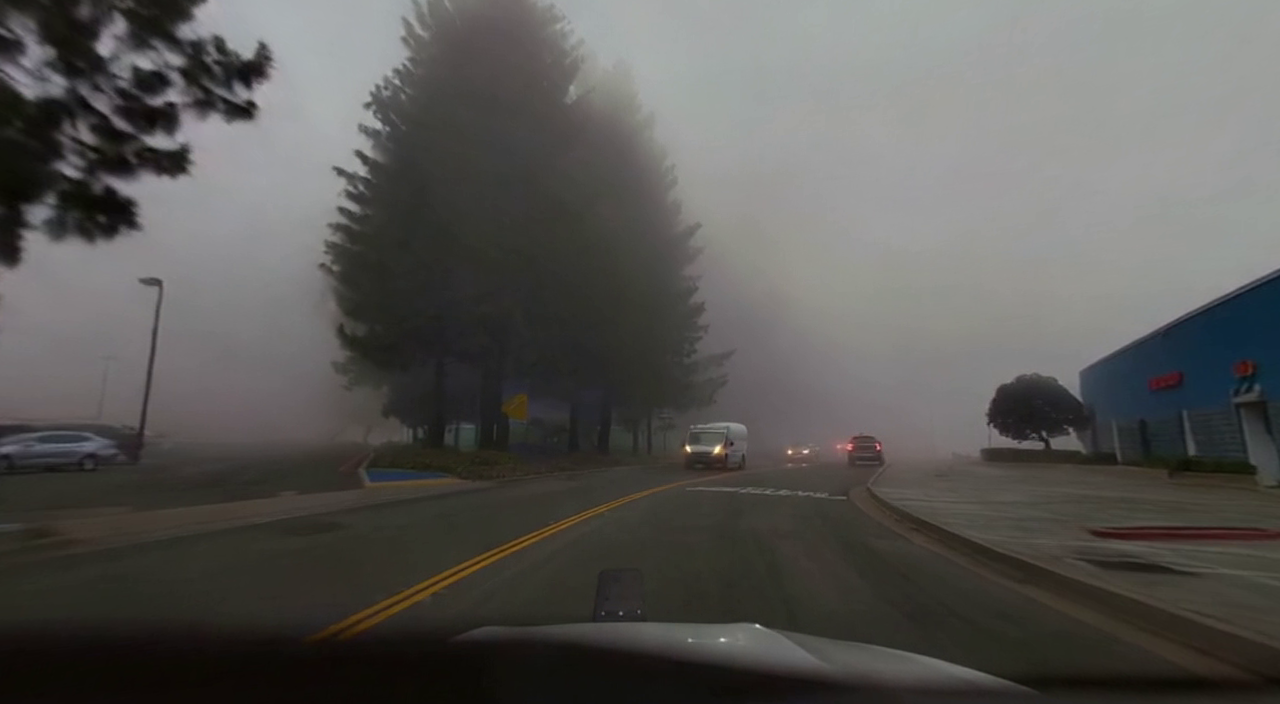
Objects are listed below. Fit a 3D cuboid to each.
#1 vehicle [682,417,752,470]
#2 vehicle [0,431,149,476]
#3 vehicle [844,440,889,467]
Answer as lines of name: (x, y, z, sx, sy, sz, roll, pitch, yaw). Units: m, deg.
vehicle: (4.710, 5.460, 37.500, 2.674, 2.815, 6.582, -3, -9, 19)
vehicle: (-23.046, 4.098, 25.624, 4.410, 1.689, 1.974, 2, -9, -17)
vehicle: (15.808, 7.089, 44.334, 2.292, 1.767, 5.128, -2, -9, 13)
